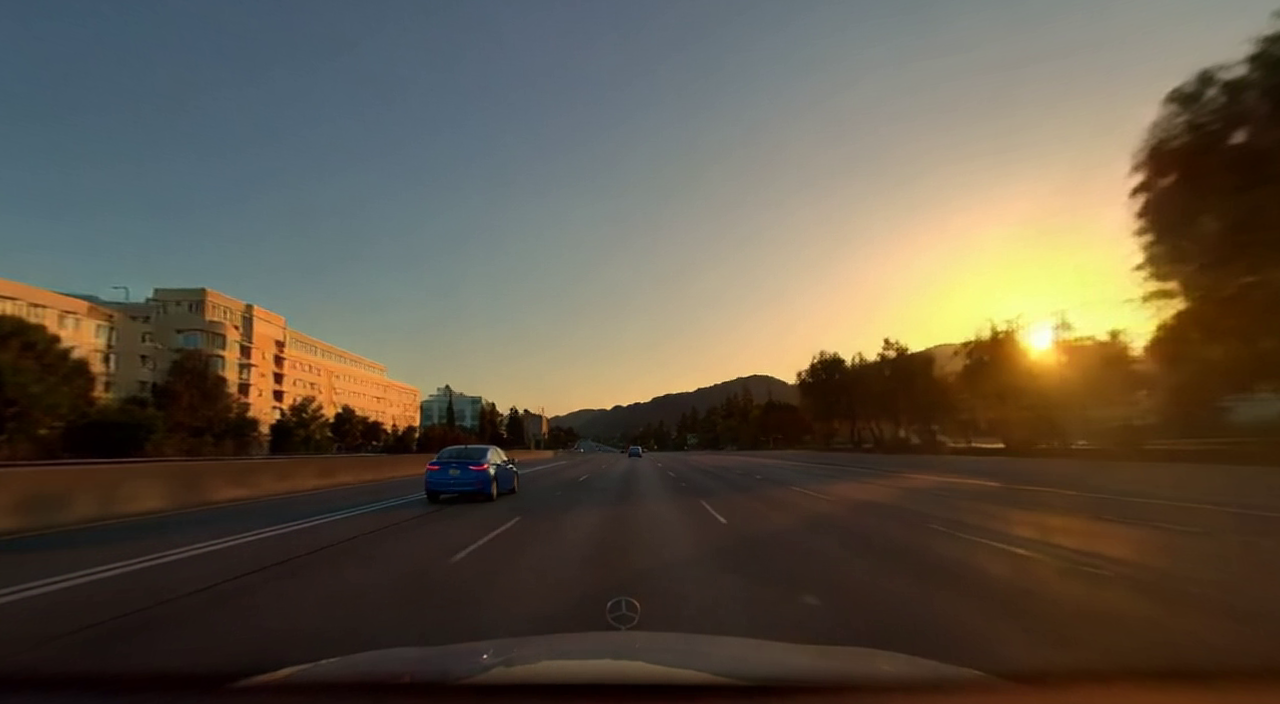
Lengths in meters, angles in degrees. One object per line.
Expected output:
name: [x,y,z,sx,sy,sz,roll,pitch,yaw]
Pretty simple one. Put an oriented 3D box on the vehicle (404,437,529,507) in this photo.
vehicle: [-4.168,2.951,16.018,1.900,1.492,4.495,0,-8,0]
